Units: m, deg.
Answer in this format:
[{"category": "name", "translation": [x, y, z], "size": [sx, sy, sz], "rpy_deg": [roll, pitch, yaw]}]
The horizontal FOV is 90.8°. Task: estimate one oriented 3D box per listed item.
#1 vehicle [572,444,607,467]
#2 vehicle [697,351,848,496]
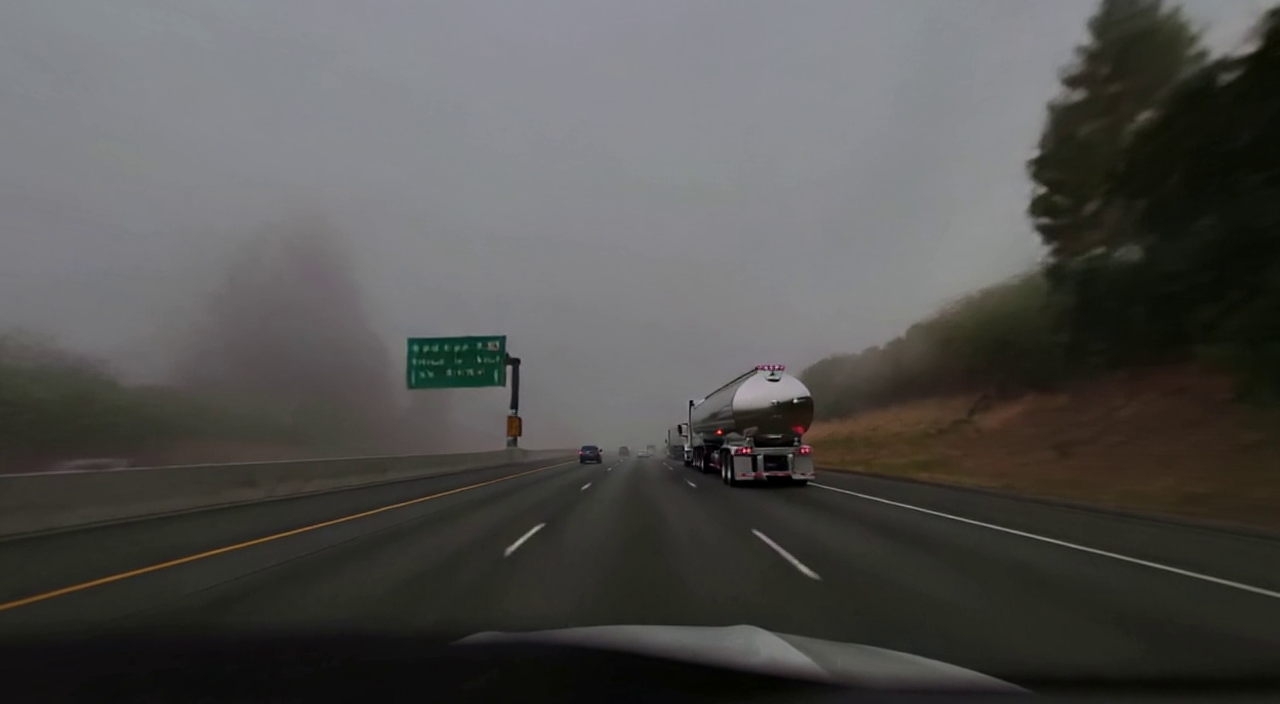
[{"category": "vehicle", "translation": [-3.402, 6.996, 42.978], "size": [1.986, 1.458, 4.506], "rpy_deg": [0, -9, 0]}, {"category": "vehicle", "translation": [3.852, 2.556, 21.167], "size": [2.759, 3.734, 9.708], "rpy_deg": [0, -9, -1]}]
